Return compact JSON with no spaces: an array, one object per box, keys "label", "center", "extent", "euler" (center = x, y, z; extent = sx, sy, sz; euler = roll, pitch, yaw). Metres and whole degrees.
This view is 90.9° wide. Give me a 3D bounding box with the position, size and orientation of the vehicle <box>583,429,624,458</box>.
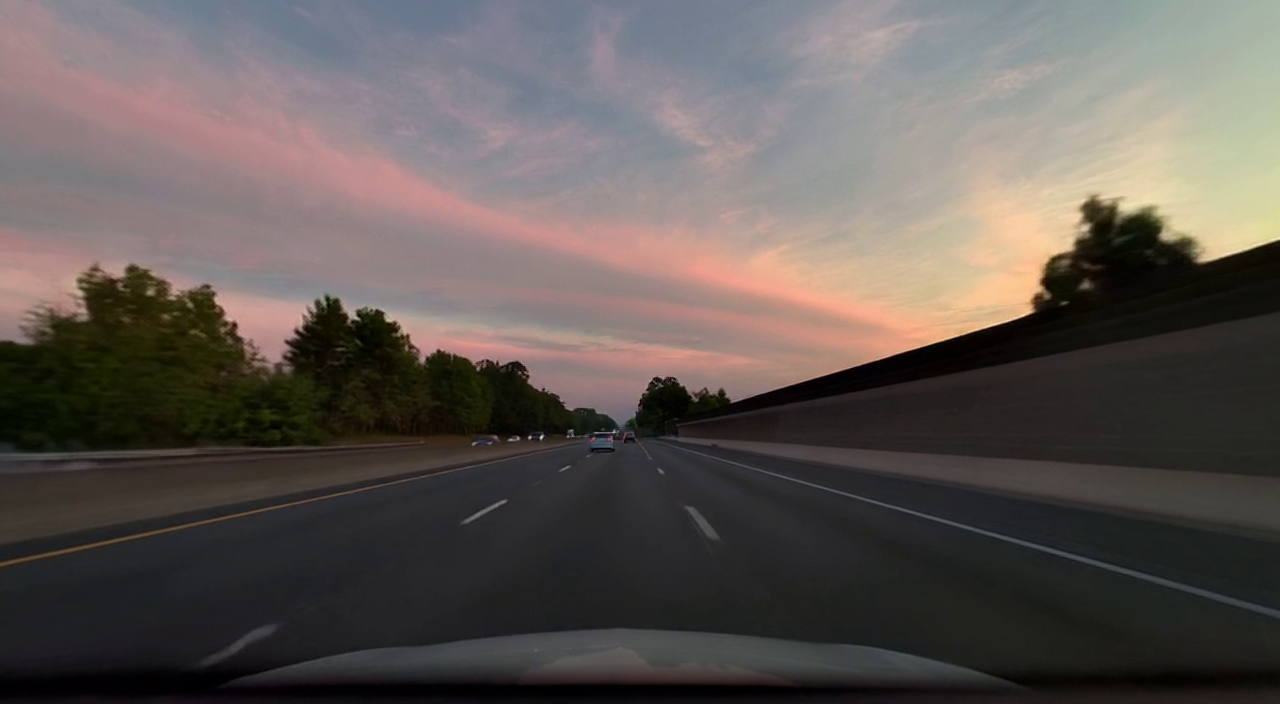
[{"label":"vehicle","center":[-2.236,5.748,39.847],"extent":[2.306,1.730,4.606],"euler":[0,-8,1]}]
